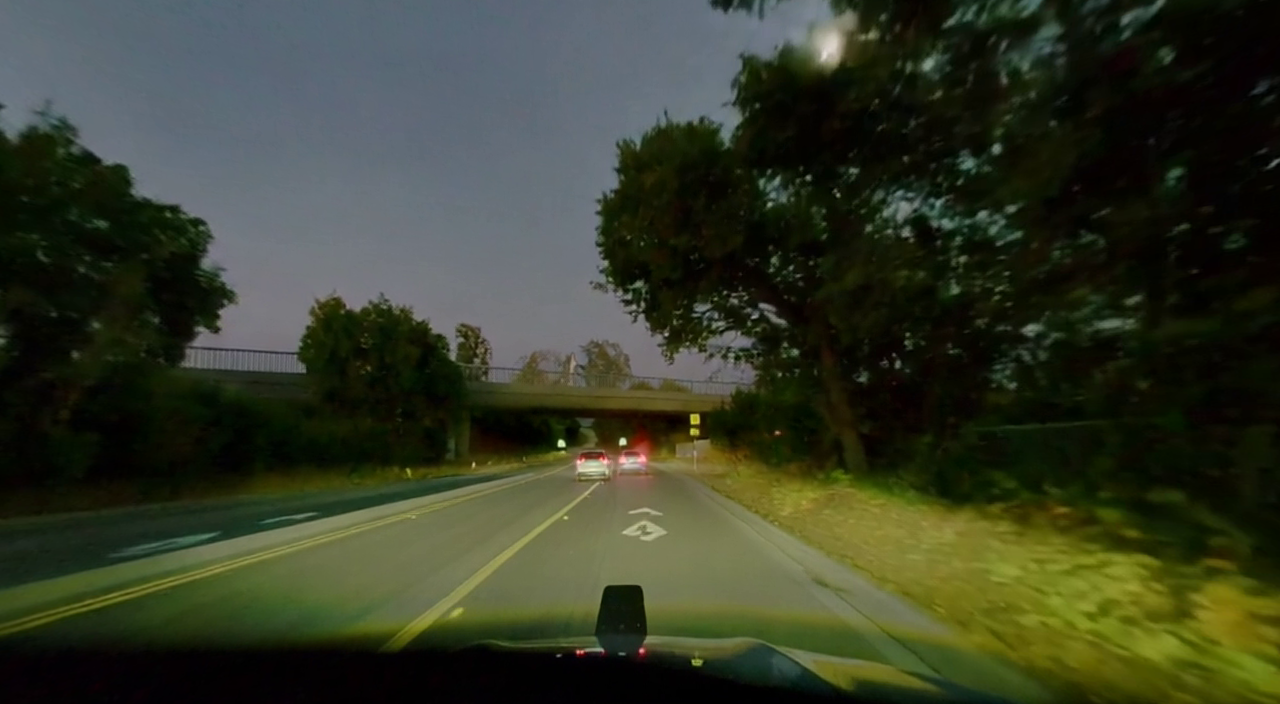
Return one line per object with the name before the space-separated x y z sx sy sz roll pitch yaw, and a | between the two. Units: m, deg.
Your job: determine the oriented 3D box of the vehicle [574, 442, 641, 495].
vehicle | -1.092 3.844 21.062 2.037 1.601 3.643 0 -9 -3
